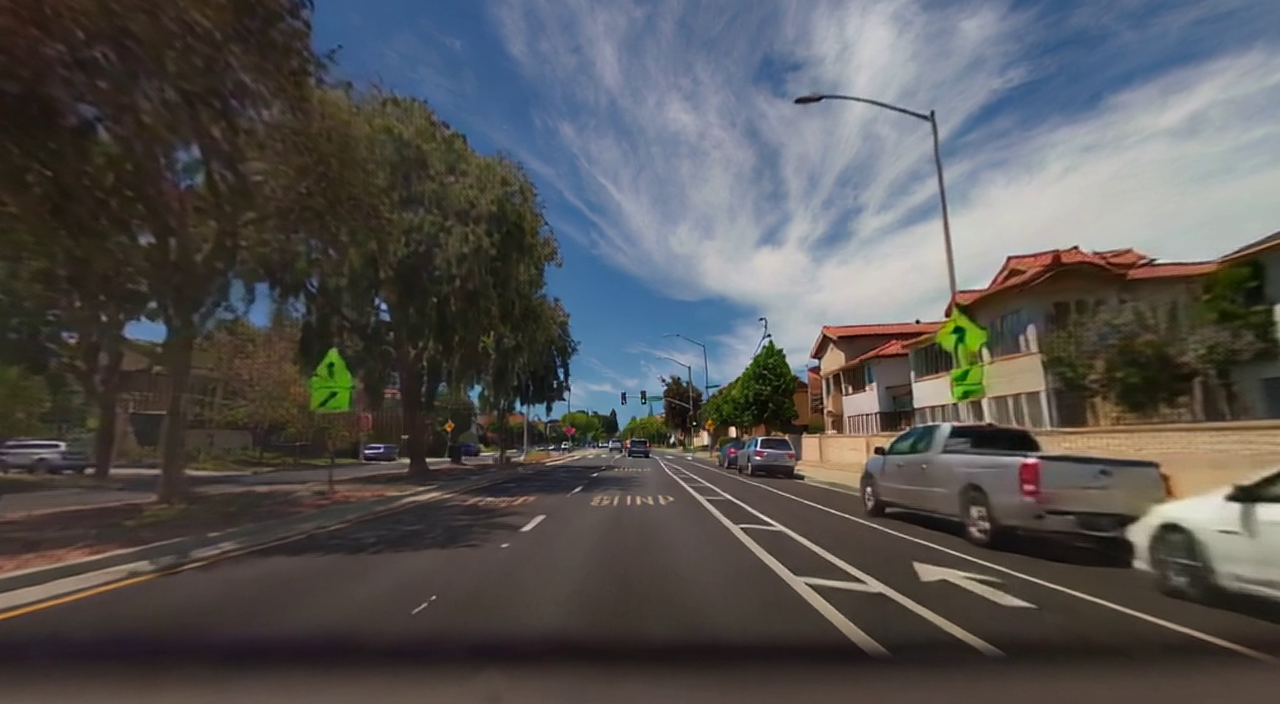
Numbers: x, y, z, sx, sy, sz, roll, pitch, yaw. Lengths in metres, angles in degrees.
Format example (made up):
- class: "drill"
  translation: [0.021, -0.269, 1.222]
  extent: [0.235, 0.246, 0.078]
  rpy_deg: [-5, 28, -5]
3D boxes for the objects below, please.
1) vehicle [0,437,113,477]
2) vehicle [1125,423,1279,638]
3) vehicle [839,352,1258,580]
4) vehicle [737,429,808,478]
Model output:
- class: "vehicle"
  translation: [-36.533, 6.467, 39.006]
  extent: [5.817, 2.386, 2.307]
  rpy_deg: [0, -9, 0]
- class: "vehicle"
  translation: [5.766, 1.208, 3.858]
  extent: [1.940, 1.584, 4.553]
  rpy_deg: [1, -9, 0]
- class: "vehicle"
  translation: [5.480, 1.730, 10.178]
  extent: [2.324, 2.468, 6.422]
  rpy_deg: [1, -9, -1]
- class: "vehicle"
  translation: [5.593, 4.344, 27.315]
  extent: [2.008, 1.930, 4.919]
  rpy_deg: [0, -8, 1]
